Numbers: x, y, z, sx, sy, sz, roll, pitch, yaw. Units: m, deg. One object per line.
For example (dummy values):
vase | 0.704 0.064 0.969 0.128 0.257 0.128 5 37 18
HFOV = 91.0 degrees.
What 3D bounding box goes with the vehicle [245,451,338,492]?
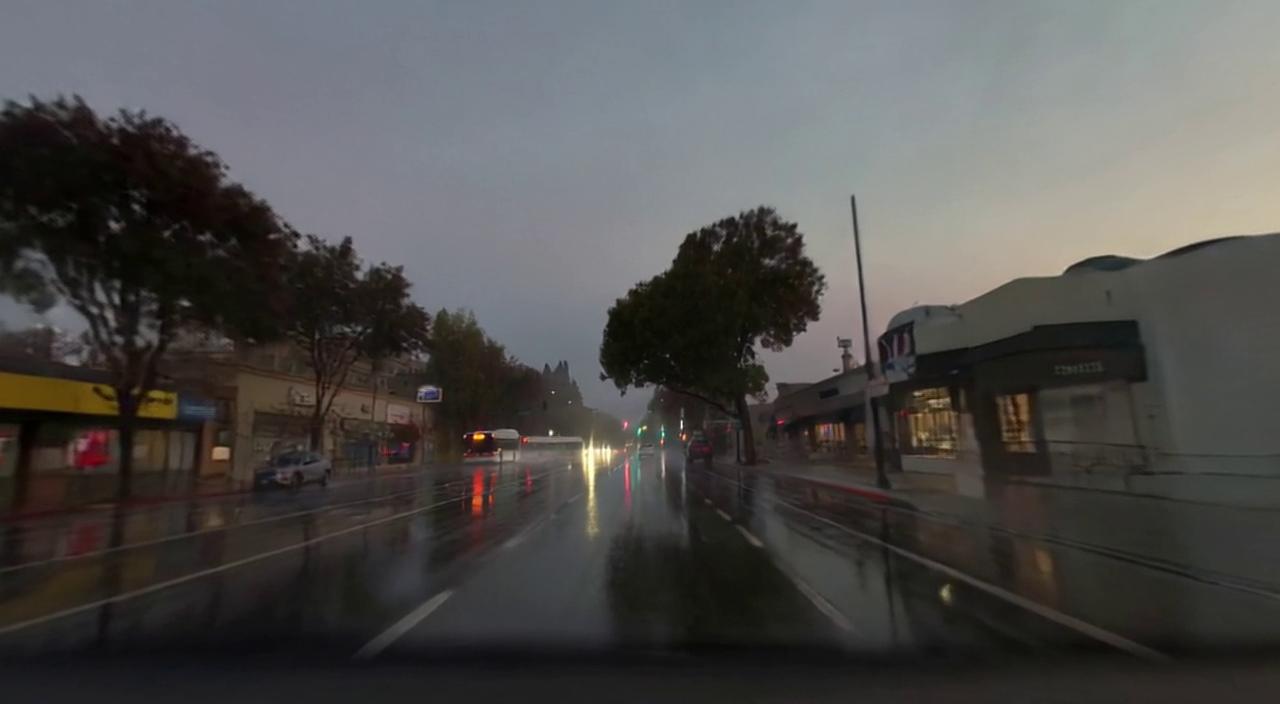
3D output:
vehicle | -17.239 5.908 31.465 1.896 1.844 4.620 0 -9 1
